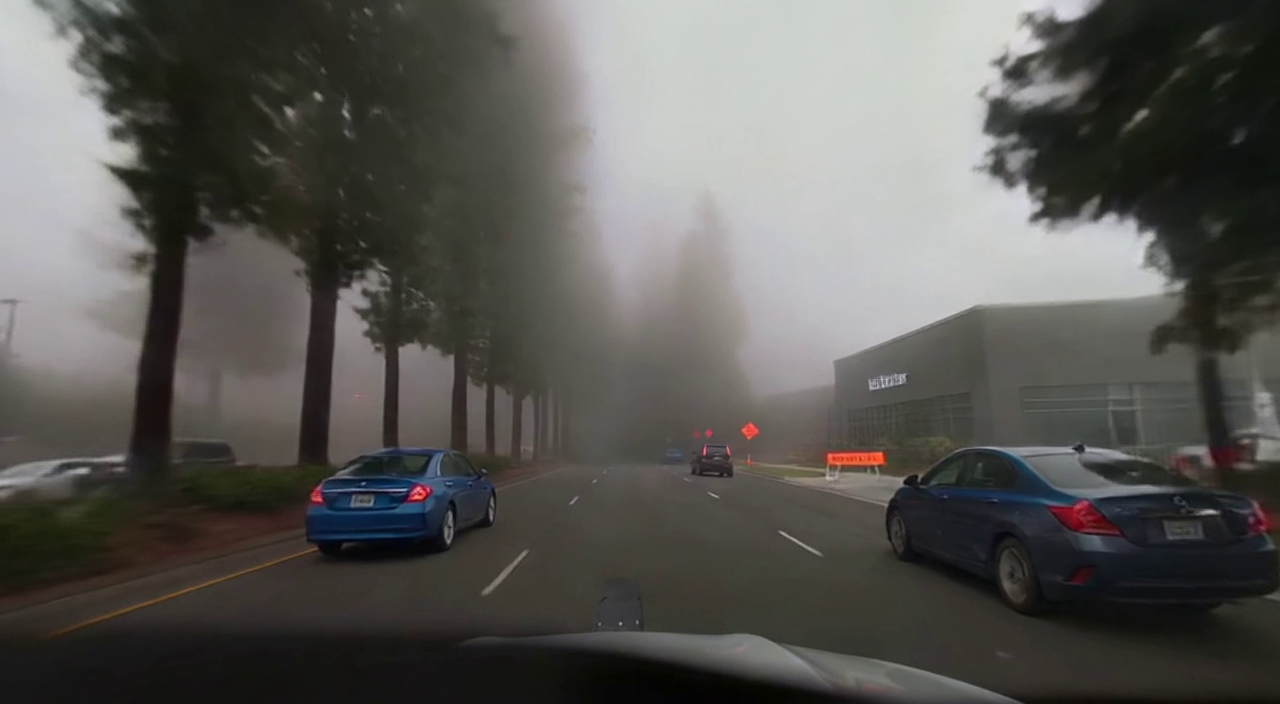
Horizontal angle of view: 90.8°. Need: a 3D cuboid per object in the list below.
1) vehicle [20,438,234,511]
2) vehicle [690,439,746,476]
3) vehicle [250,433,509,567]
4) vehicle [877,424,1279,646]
[{"bbox_3d":[-14.399,3.430,18.249,2.100,1.812,4.798,0,-9,0],"label":"vehicle"},{"bbox_3d":[3.950,5.465,32.931,2.159,1.793,4.735,0,-9,-2],"label":"vehicle"},{"bbox_3d":[-3.343,1.966,9.157,2.020,1.474,4.098,0,-9,0],"label":"vehicle"},{"bbox_3d":[4.034,1.537,6.250,1.827,1.491,3.743,0,-9,-1],"label":"vehicle"}]
